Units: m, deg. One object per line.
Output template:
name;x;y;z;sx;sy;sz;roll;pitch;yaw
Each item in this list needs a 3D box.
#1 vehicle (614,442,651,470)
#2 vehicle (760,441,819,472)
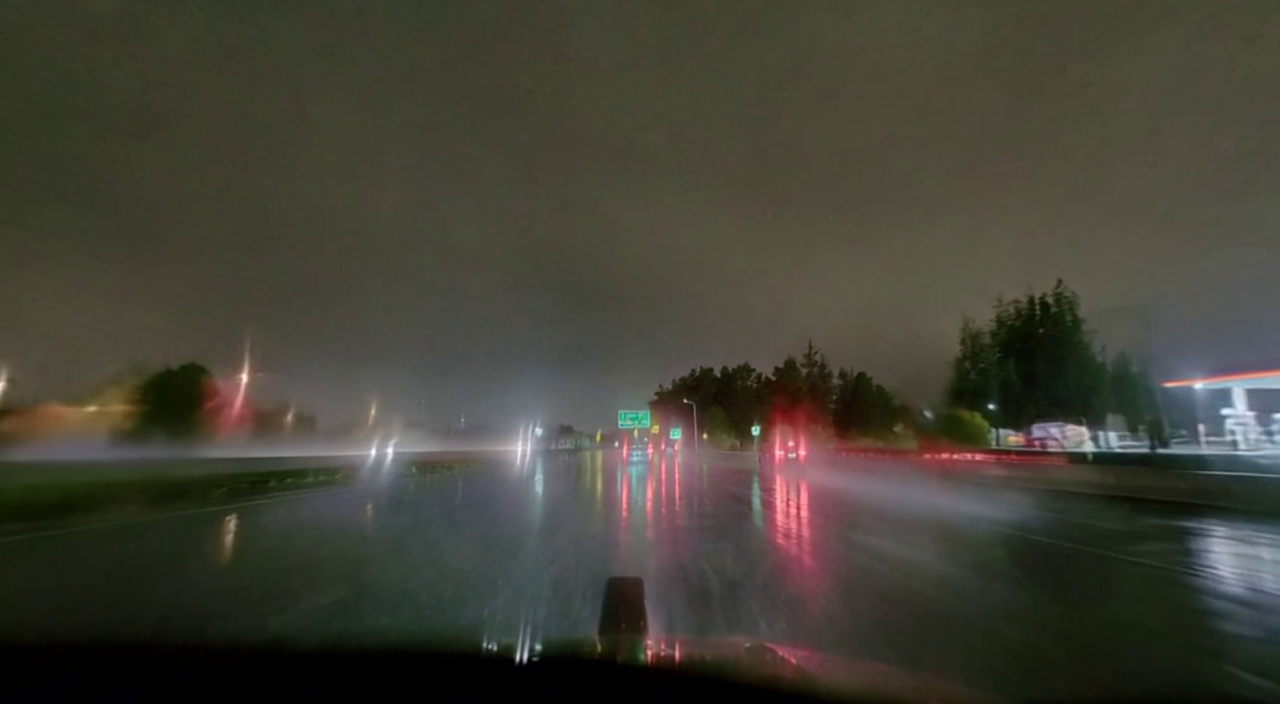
vehicle;-0.453;5.912;36.175;1.999;1.473;4.351;0;-8;-1
vehicle;7.503;5.296;32.146;1.867;1.463;4.295;0;-8;-1
